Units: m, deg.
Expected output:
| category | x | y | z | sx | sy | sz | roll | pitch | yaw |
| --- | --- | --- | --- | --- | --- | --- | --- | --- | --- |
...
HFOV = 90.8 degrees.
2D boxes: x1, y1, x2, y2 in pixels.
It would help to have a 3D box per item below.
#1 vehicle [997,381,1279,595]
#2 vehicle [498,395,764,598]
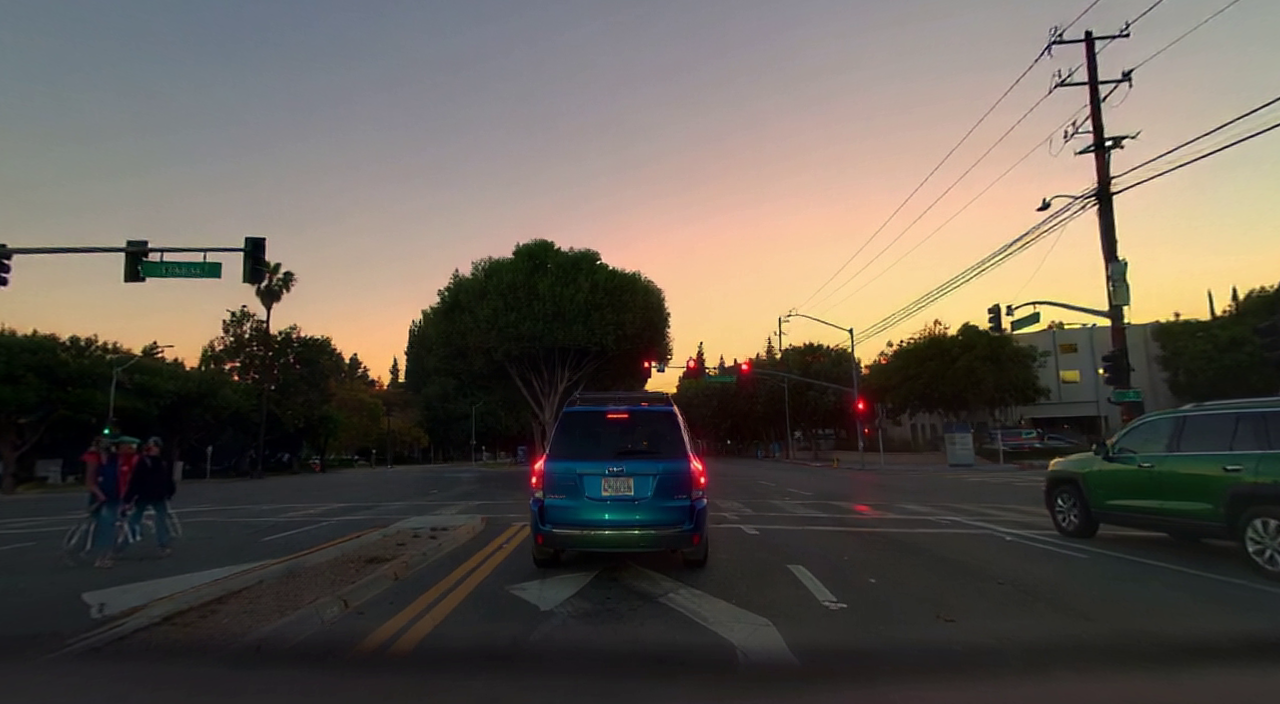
| category | x | y | z | sx | sy | sz | roll | pitch | yaw |
| --- | --- | --- | --- | --- | --- | --- | --- | --- | --- |
| vehicle | 6.581 | 1.439 | 7.243 | 2.119 | 1.827 | 4.806 | 0 | -9 | 0 |
| vehicle | -0.109 | 1.562 | 7.641 | 2.285 | 1.729 | 4.252 | 0 | -9 | -1 |
